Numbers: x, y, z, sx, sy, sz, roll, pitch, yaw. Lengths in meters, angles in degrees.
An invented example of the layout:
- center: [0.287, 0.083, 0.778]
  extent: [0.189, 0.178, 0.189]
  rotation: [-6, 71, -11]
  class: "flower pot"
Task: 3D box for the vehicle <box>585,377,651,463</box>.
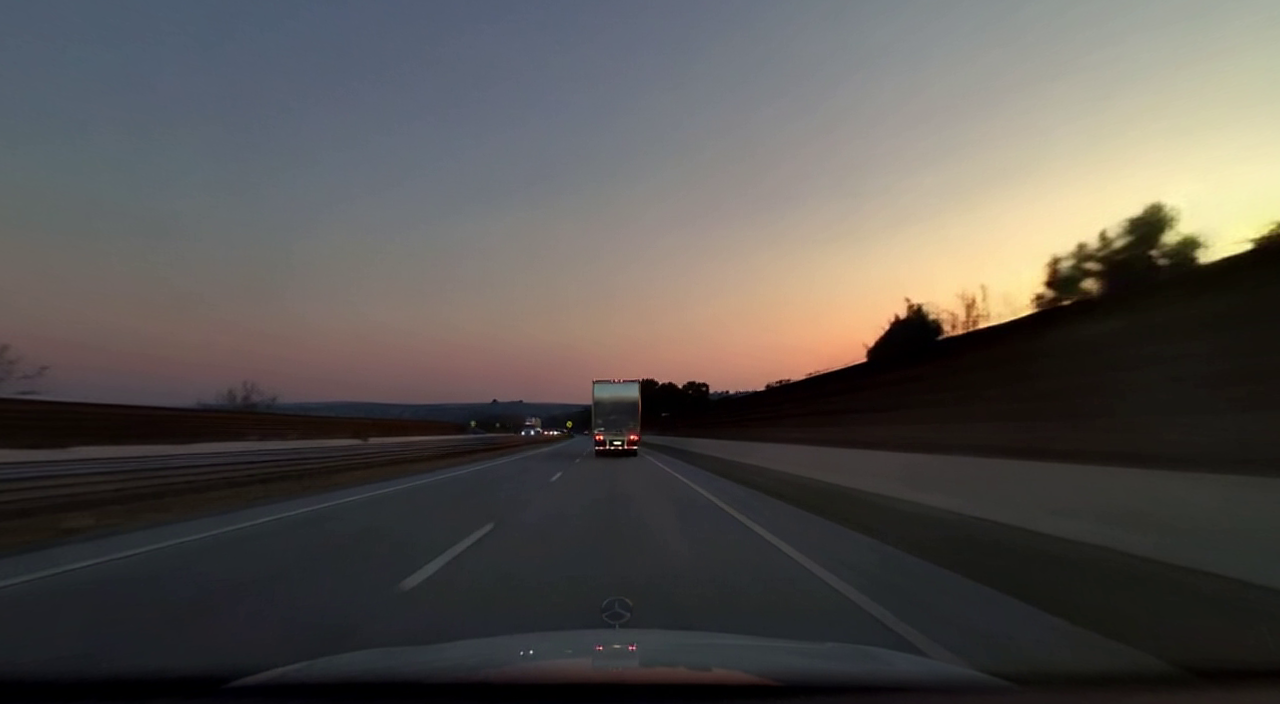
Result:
- center: [-1.256, 3.861, 34.492]
  extent: [3.023, 3.965, 10.402]
  rotation: [1, -8, -3]
  class: "vehicle"
